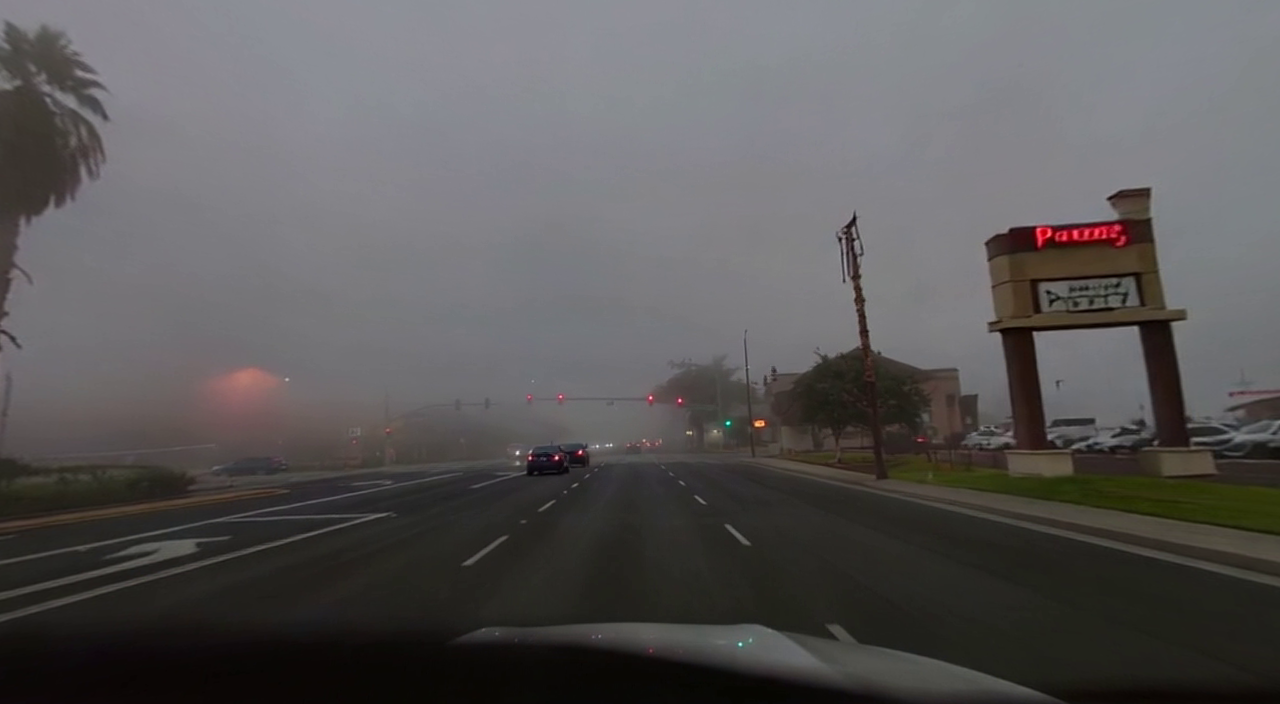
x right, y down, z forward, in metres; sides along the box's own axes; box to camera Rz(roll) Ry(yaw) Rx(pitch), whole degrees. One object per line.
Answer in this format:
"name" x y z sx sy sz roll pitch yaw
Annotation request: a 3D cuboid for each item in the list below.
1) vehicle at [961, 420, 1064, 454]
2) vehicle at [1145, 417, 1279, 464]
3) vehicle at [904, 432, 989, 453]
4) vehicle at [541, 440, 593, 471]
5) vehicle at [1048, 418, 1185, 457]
"vehicle" 20.899 4.845 35.678 4.753 1.809 2.016 -5 -10 28
"vehicle" 21.449 3.206 22.869 4.505 1.584 2.015 -5 -10 27
"vehicle" 22.015 6.527 45.469 5.080 1.423 1.919 -9 -12 44
"vehicle" -3.673 5.302 32.476 2.181 1.483 4.123 0 -9 0
"vehicle" 21.632 3.953 28.935 4.600 1.677 1.980 -5 -10 26
